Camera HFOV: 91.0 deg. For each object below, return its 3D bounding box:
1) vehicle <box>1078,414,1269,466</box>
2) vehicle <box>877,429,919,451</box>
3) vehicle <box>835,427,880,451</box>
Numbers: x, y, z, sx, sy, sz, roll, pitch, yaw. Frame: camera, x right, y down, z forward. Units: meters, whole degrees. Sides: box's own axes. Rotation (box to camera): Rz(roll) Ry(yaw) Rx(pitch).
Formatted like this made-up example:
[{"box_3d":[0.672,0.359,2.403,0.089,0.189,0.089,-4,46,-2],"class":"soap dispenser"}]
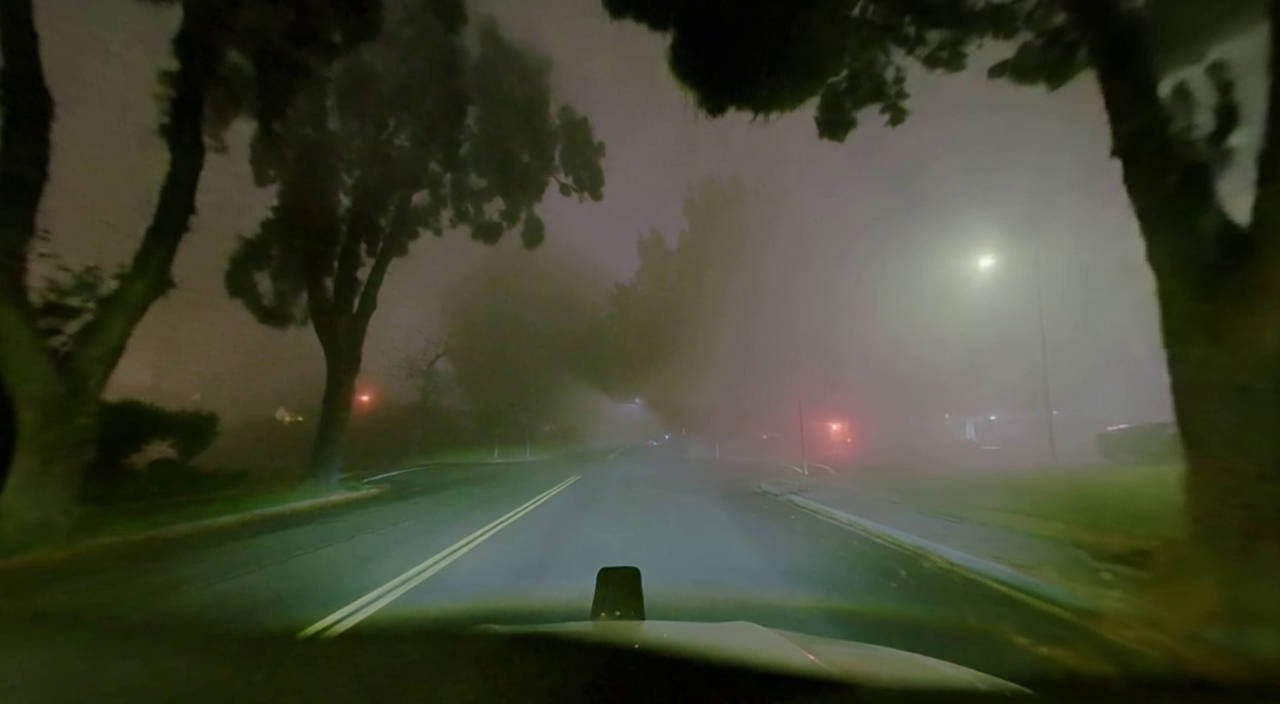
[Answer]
[{"box_3d":[16.485,2.791,19.859,1.783,1.431,4.757,0,-8,-1],"class":"vehicle"},{"box_3d":[18.996,6.495,46.486,1.803,1.504,4.324,-1,-8,7],"class":"vehicle"},{"box_3d":[16.197,6.540,47.073,1.829,1.667,4.437,0,-8,2],"class":"vehicle"}]
